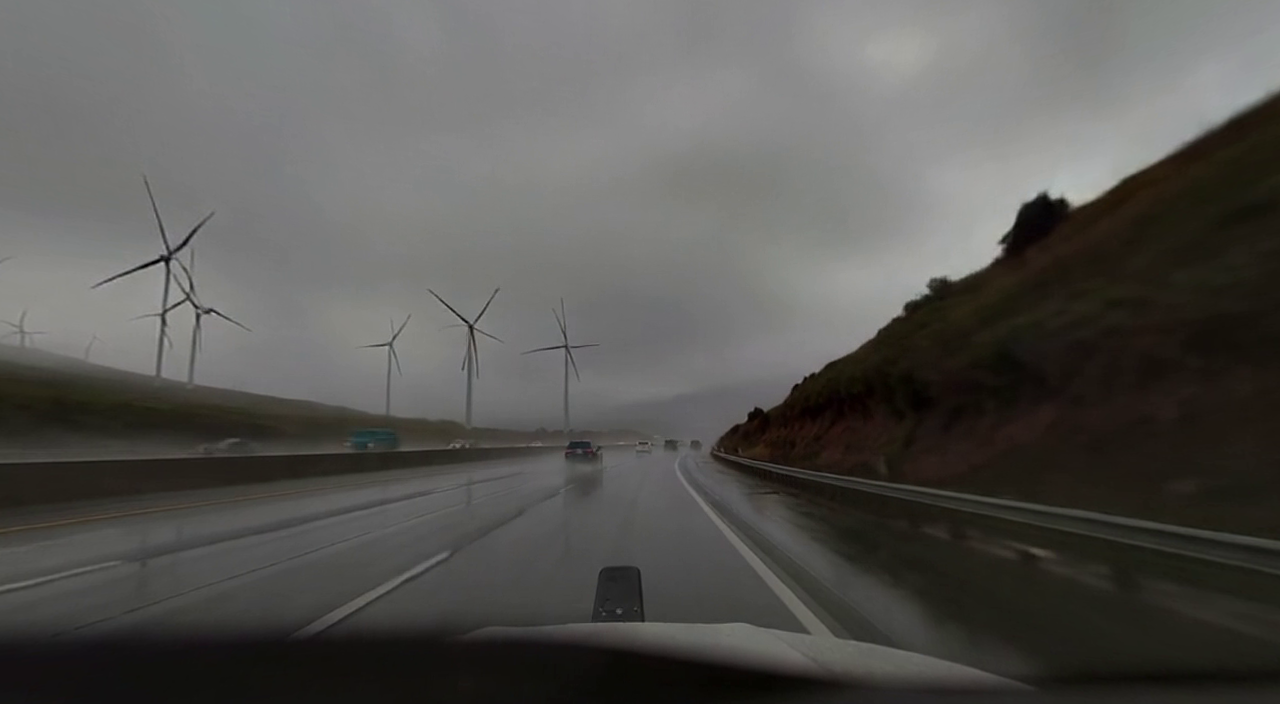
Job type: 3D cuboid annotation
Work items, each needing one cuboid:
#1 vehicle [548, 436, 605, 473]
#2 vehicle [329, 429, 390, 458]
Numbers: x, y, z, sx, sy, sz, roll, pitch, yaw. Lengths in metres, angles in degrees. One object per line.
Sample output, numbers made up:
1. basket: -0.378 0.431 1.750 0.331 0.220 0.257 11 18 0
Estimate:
1. vehicle: -3.022 5.030 31.114 2.118 1.702 4.355 0 -9 3
2. vehicle: -20.733 6.808 46.788 2.017 2.074 5.126 0 -9 2
